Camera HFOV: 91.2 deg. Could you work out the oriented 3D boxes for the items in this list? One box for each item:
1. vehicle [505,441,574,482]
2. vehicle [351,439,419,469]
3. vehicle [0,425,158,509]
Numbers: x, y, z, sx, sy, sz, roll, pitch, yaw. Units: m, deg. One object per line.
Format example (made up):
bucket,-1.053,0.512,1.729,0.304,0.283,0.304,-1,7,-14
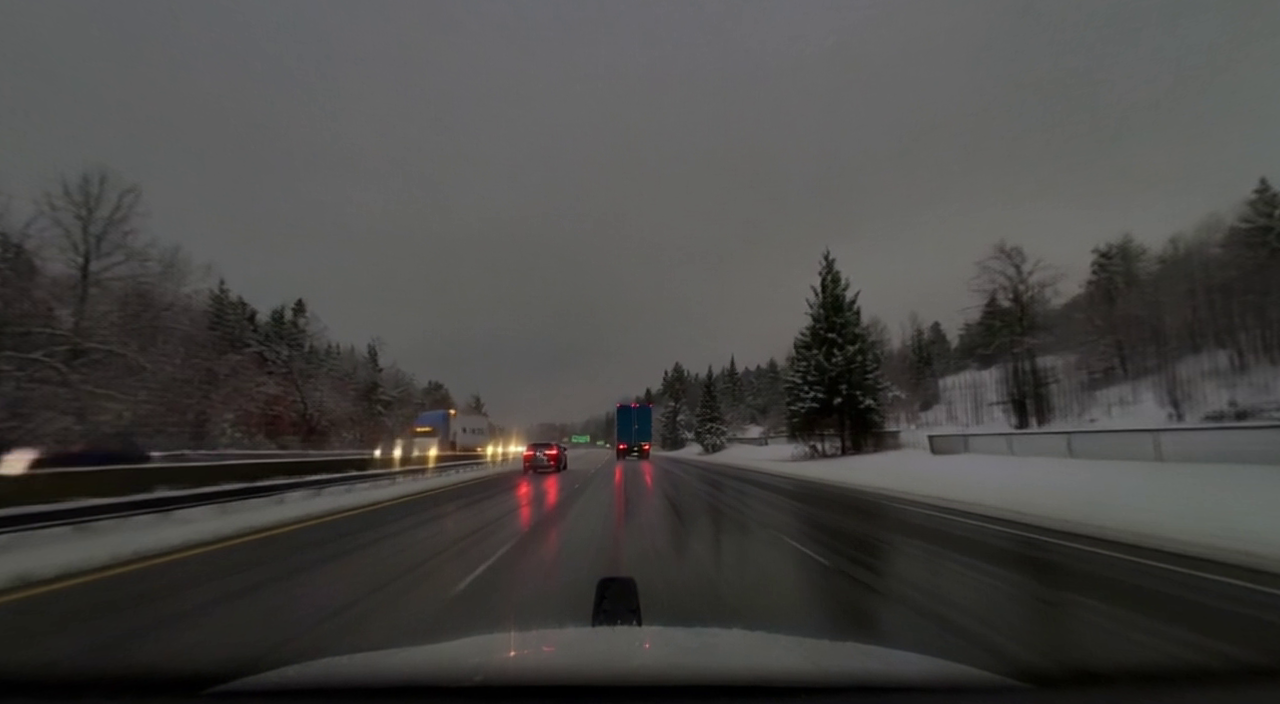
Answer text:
vehicle,-3.965,4.422,25.552,2.057,1.519,4.372,-1,-9,1
vehicle,-13.774,5.550,34.163,1.876,1.486,4.508,0,-9,0
vehicle,-12.695,2.321,12.825,1.998,1.527,4.605,0,-9,0
